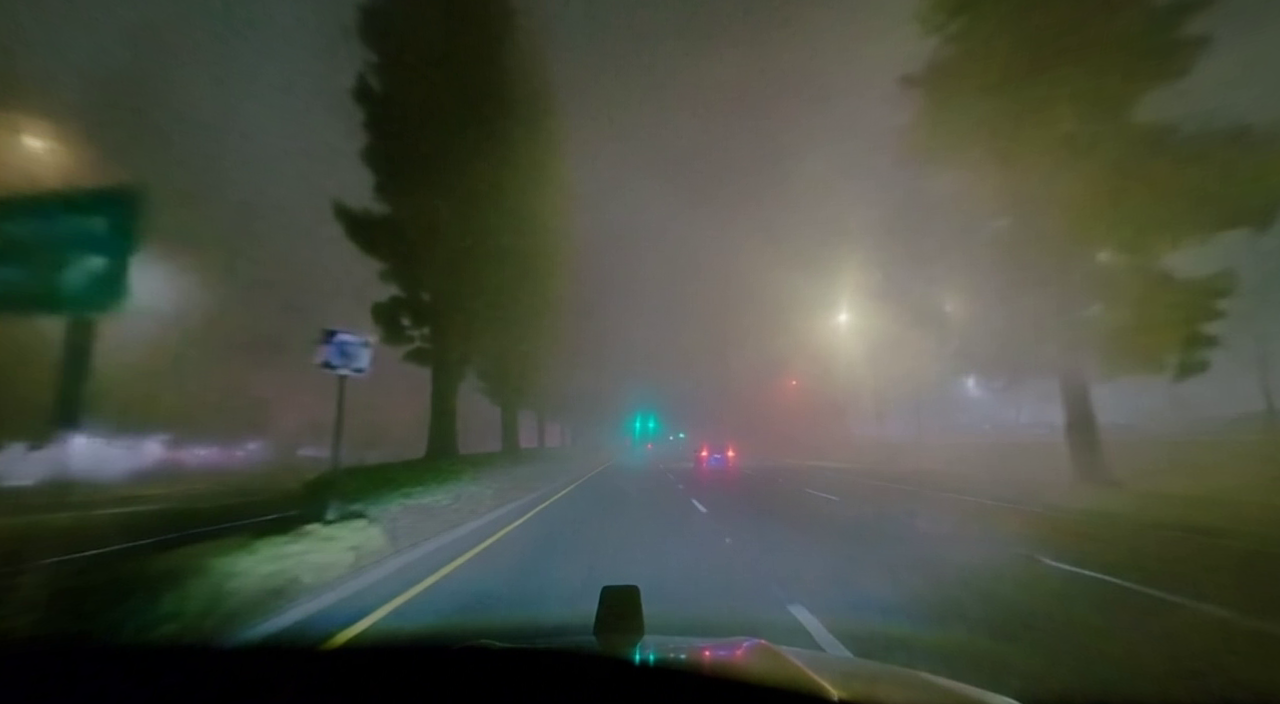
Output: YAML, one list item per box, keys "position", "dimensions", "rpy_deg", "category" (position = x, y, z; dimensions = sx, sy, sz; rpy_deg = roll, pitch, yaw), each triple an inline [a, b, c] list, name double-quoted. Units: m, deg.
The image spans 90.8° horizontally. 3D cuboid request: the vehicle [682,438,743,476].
- position: [3.053, 4.516, 27.364]
  dimensions: [2.056, 1.483, 4.091]
  rpy_deg: [0, -8, -1]
  category: "vehicle"
